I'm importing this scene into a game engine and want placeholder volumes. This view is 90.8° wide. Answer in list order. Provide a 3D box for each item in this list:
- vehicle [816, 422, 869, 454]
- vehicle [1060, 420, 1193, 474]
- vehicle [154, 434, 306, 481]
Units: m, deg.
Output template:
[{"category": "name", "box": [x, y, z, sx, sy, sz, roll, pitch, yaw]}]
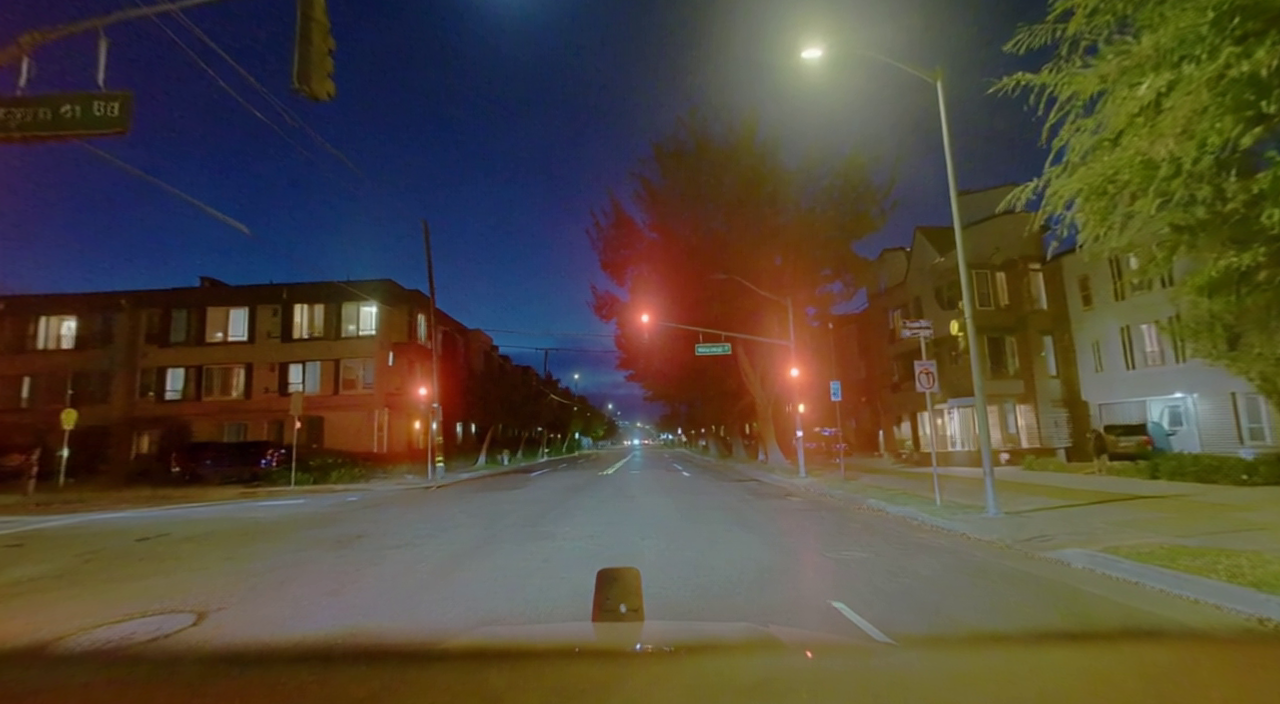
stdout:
[{"category": "vehicle", "box": [11.524, 4.957, 36.239, 1.950, 1.714, 4.245, -1, -9, 5]}, {"category": "vehicle", "box": [17.094, 3.373, 22.487, 2.013, 1.722, 4.007, -2, -9, 10]}, {"category": "vehicle", "box": [-18.963, 4.871, 29.497, 5.468, 1.854, 2.283, -2, -8, -4]}]
